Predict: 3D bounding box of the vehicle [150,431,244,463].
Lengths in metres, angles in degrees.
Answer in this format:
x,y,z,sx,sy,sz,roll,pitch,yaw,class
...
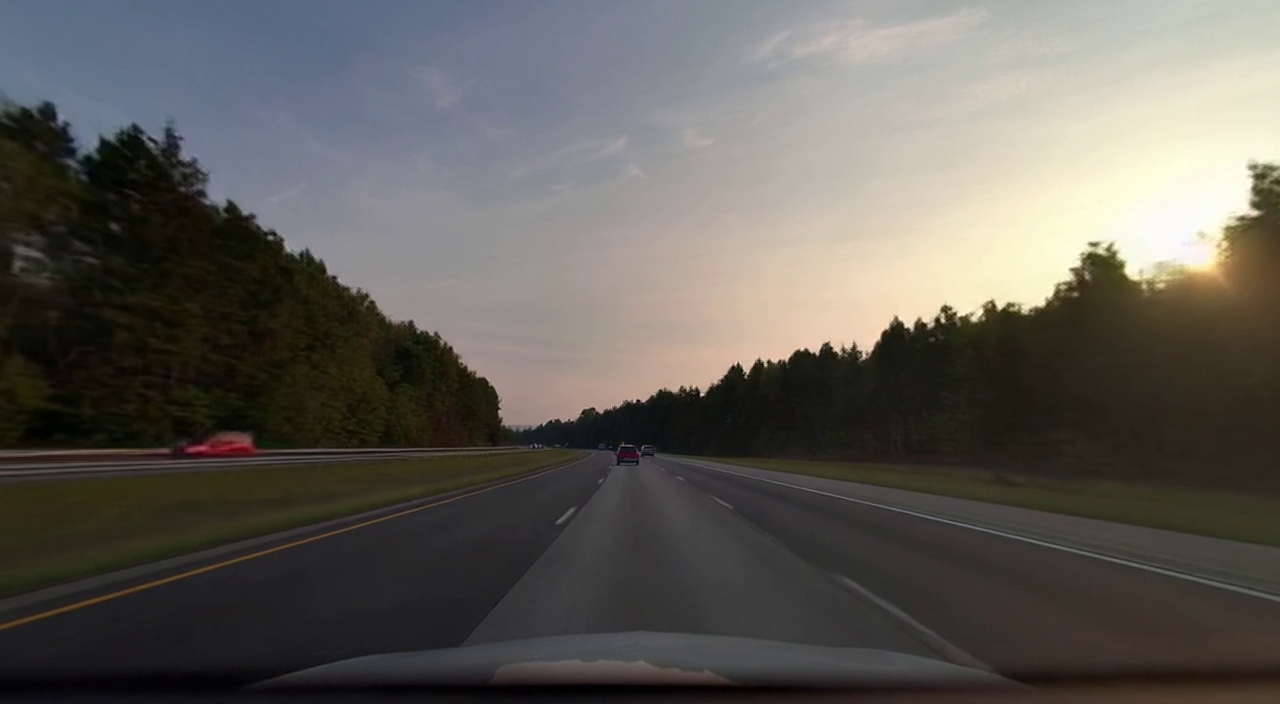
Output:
x,y,z,sx,sy,sz,roll,pitch,yaw,class
-21.738,4.696,31.146,1.775,1.464,4.111,0,-9,-3,vehicle
